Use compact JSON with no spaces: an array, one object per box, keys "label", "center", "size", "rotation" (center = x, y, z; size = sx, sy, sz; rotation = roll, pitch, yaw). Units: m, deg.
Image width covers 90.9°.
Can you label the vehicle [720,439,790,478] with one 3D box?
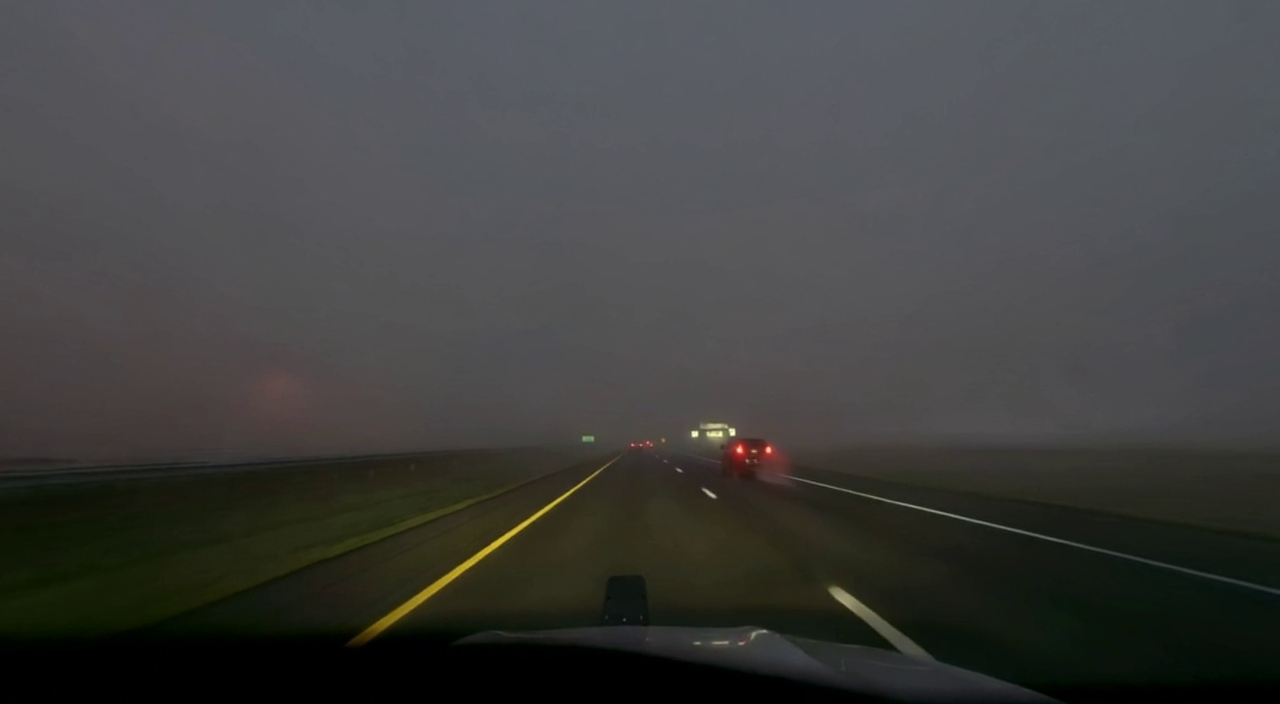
[{"label":"vehicle","center":[4.661,4.385,26.209],"size":[2.012,1.476,4.256],"rotation":[0,-8,-1]}]
